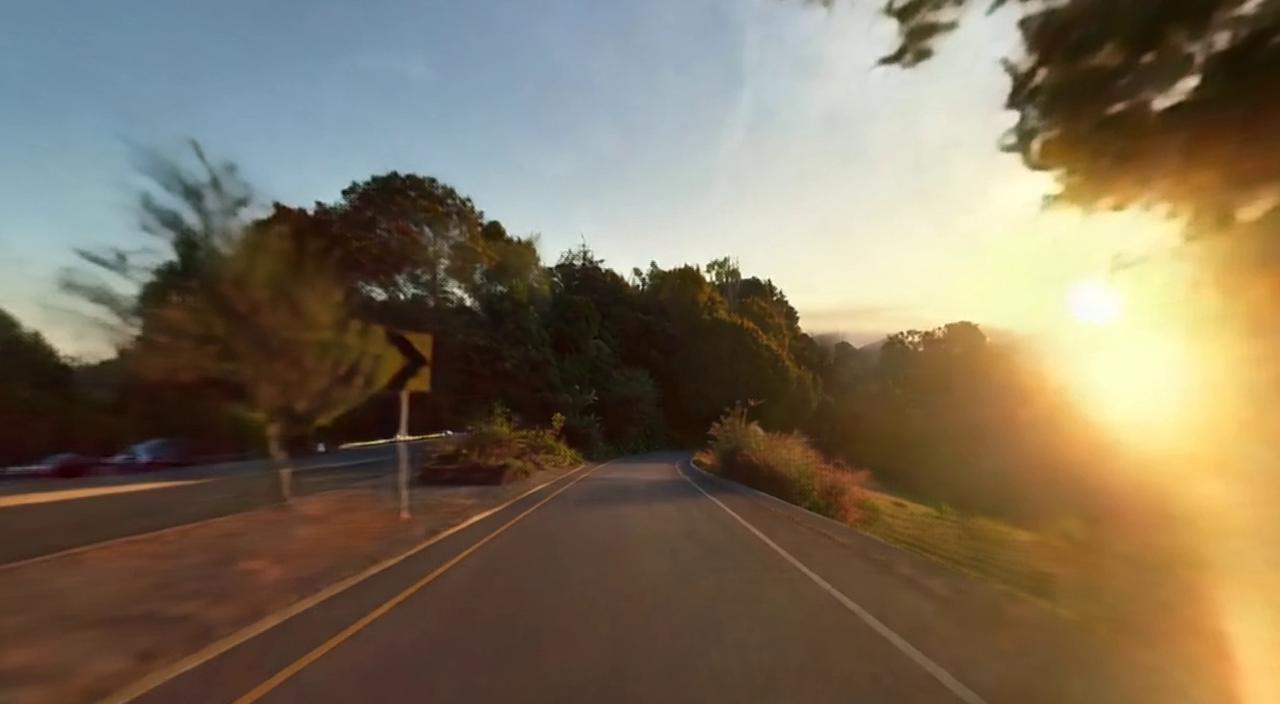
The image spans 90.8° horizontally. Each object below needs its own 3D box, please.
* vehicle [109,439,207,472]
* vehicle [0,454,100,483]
[{"bbox_3d":[-27.939,6.018,36.880,2.123,1.738,4.945,0,-9,-5],"label":"vehicle"},{"bbox_3d":[-32.054,6.228,34.108,1.868,1.427,4.726,0,-9,-5],"label":"vehicle"}]
